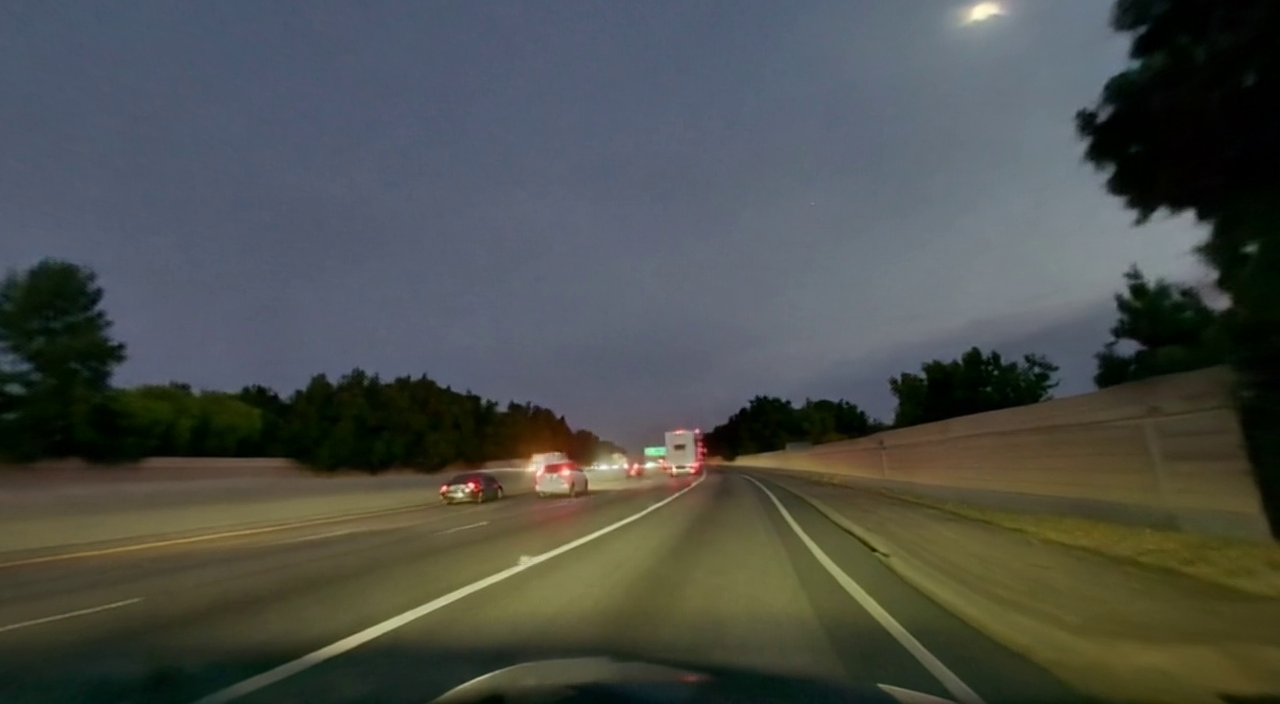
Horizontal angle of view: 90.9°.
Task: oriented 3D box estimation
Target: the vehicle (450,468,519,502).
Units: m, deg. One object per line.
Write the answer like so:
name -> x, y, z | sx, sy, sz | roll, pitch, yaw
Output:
vehicle -> -7.746, 6.662, 31.866 | 1.872, 1.536, 4.134 | -1, -10, 9

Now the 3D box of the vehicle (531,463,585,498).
vehicle -> -3.930, 6.227, 30.686 | 1.778, 1.560, 3.030 | -1, -10, 9
